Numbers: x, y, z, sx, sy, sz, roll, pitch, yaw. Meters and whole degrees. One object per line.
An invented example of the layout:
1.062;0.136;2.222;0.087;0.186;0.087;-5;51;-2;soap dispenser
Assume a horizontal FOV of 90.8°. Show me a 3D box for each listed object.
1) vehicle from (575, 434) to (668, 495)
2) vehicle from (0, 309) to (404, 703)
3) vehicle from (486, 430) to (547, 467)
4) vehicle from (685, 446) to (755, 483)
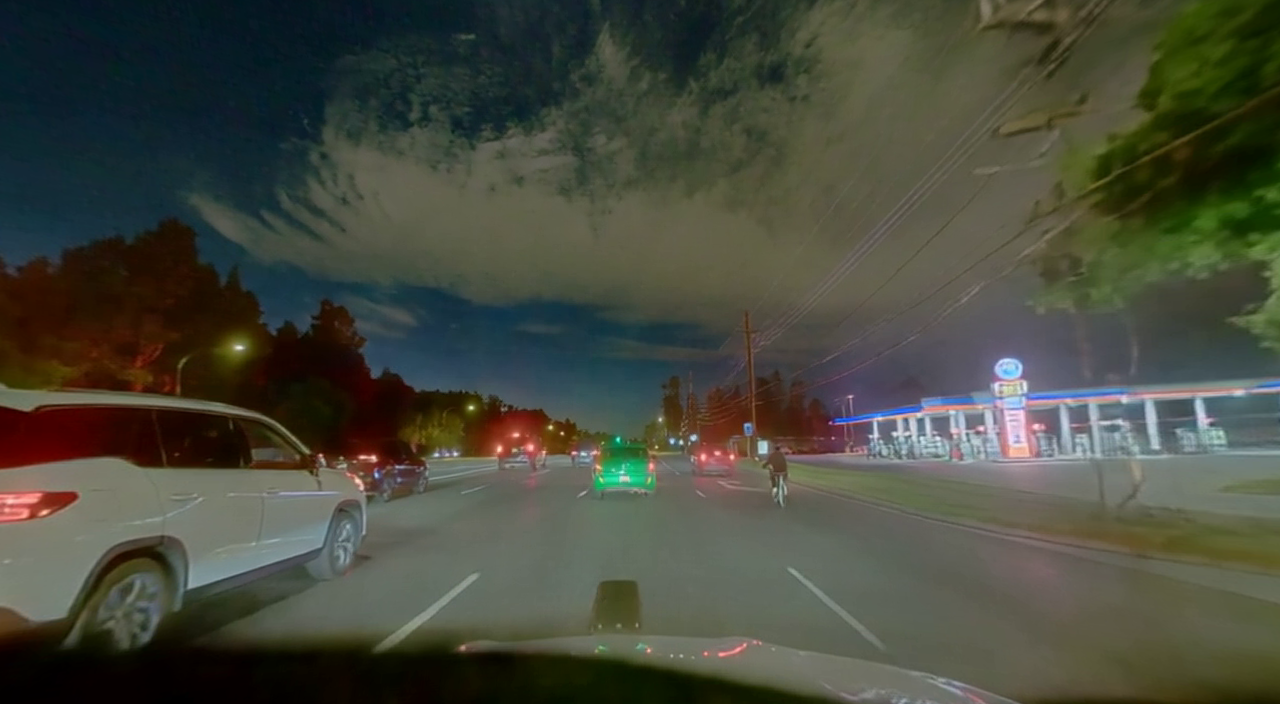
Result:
-0.441;2.945;16.958;2.189;1.437;4.135;0;-8;0;vehicle
-3.333;0.898;3.941;1.922;1.642;4.547;0;-8;0;vehicle
-6.787;5.368;35.421;2.385;1.918;5.056;0;-8;0;vehicle
3.024;4.350;24.783;2.065;1.302;4.416;0;-8;-1;vehicle
